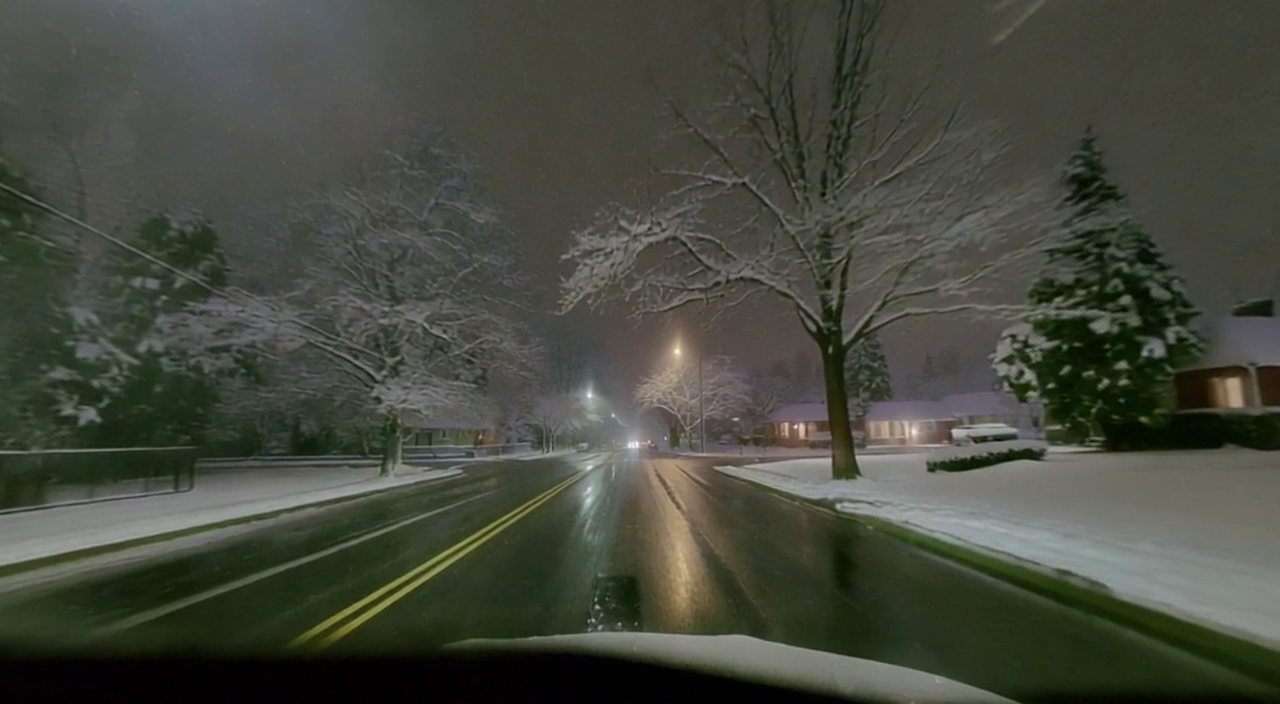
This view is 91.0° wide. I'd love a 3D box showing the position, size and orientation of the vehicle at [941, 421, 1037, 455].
[{"bbox_3d":[16.397,4.116,29.918,1.783,1.431,4.757,0,-8,-1],"label":"vehicle"}]
